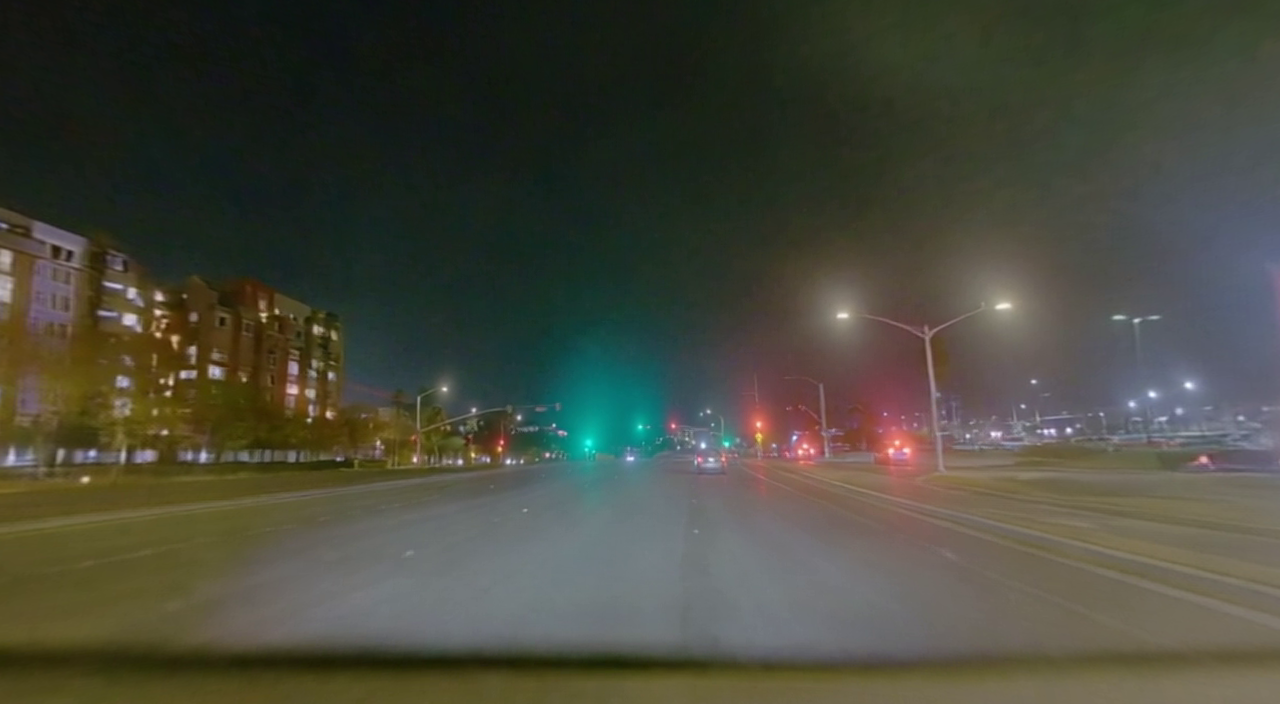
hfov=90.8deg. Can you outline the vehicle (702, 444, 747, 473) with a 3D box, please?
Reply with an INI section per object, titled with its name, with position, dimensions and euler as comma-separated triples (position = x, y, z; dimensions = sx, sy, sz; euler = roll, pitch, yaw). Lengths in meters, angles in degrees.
[vehicle]
position = 4.694, 5.989, 35.747
dimensions = 2.133, 1.481, 4.276
euler = -1, -9, 3
